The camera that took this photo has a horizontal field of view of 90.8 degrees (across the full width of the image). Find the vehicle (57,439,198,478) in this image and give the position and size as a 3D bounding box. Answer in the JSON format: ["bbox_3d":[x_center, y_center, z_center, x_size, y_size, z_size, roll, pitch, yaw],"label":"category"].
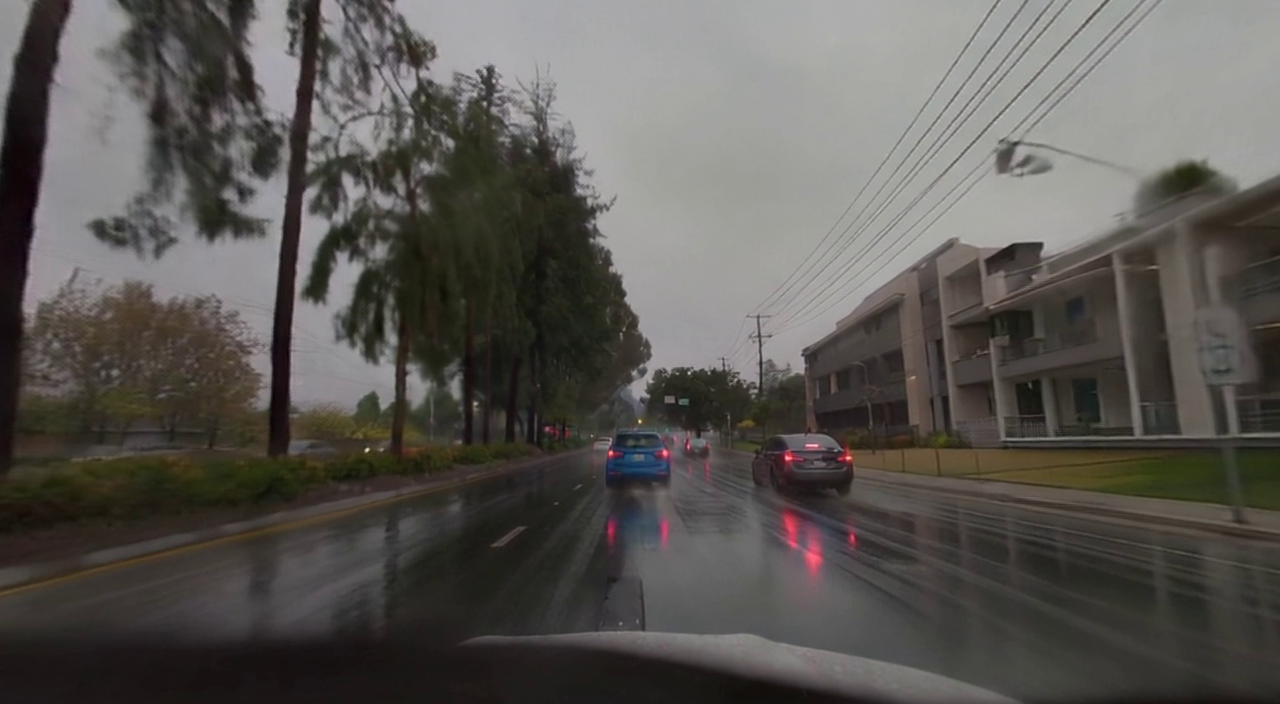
[{"bbox_3d":[-21.610,4.483,26.947,2.026,1.496,4.680,0,-8,1],"label":"vehicle"}]

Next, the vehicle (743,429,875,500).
[{"bbox_3d":[4.069,2.782,16.075,2.086,1.534,4.351,0,-8,-1],"label":"vehicle"}]

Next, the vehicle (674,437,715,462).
[{"bbox_3d":[3.368,6.157,39.924,2.054,1.461,4.321,0,-8,-2],"label":"vehicle"}]

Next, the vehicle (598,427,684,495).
[{"bbox_3d":[-0.015,2.900,17.153,2.073,1.606,3.933,0,-8,-1],"label":"vehicle"}]

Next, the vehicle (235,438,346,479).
[{"bbox_3d":[-13.837,4.210,25.375,2.031,1.490,4.284,0,-8,0],"label":"vehicle"}]
